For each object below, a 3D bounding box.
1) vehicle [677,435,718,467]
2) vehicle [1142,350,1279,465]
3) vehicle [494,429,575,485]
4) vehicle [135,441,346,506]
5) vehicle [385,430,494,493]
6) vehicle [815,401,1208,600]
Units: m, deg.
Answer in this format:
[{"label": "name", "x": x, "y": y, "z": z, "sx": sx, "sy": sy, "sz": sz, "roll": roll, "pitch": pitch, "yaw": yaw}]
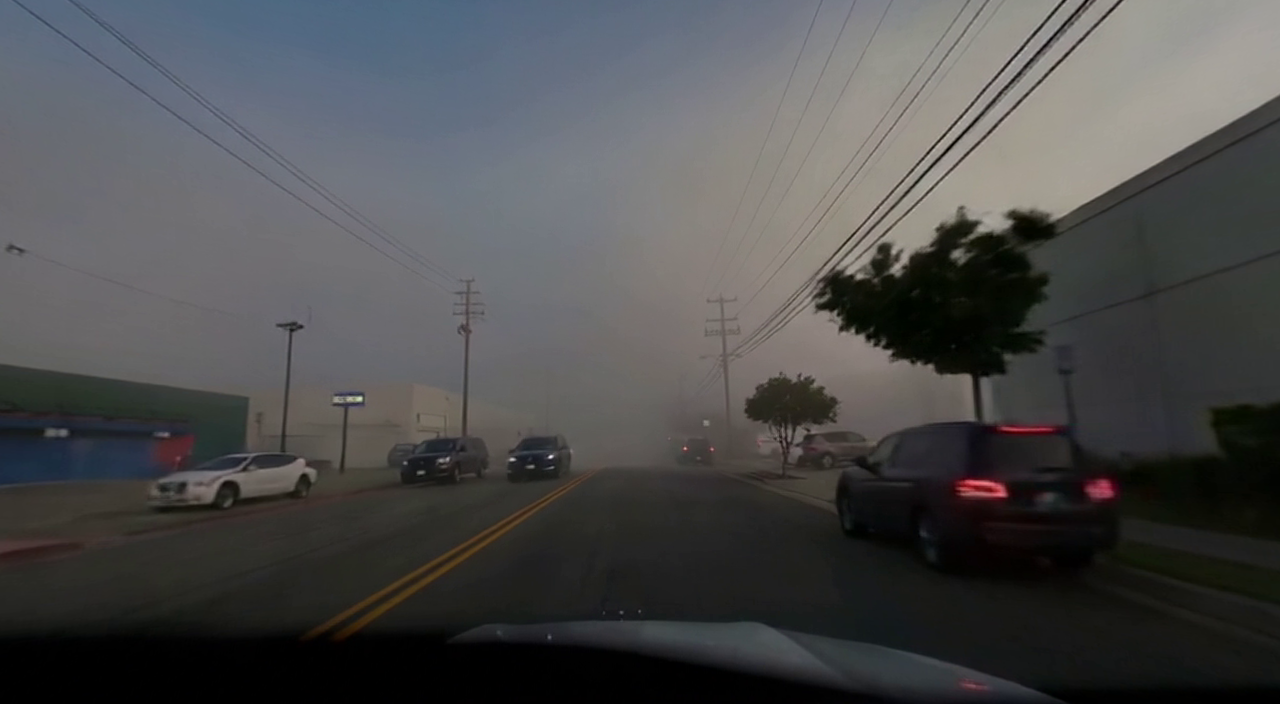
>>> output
[{"label": "vehicle", "x": 3.753, "y": 6.640, "z": 42.541, "sx": 2.333, "sy": 1.967, "sz": 6.008, "roll": 0, "pitch": -8, "yaw": 1}, {"label": "vehicle", "x": 24.953, "y": 2.001, "z": 22.713, "sx": 11.030, "sy": 3.852, "sz": 2.886, "roll": -1, "pitch": -9, "yaw": 0}, {"label": "vehicle", "x": -3.839, "y": 3.937, "z": 23.912, "sx": 2.229, "sy": 1.889, "sz": 4.816, "roll": 0, "pitch": -8, "yaw": 0}, {"label": "vehicle", "x": -11.536, "y": 3.516, "z": 18.765, "sx": 4.936, "sy": 1.703, "sz": 1.959, "roll": 3, "pitch": -9, "yaw": -23}, {"label": "vehicle", "x": -8.044, "y": 4.419, "z": 26.164, "sx": 2.530, "sy": 2.110, "sz": 6.445, "roll": -3, "pitch": -8, "yaw": -1}, {"label": "vehicle", "x": 3.913, "y": 1.643, "z": 7.911, "sx": 2.092, "sy": 1.730, "sz": 4.595, "roll": 0, "pitch": -8, "yaw": 0}]
